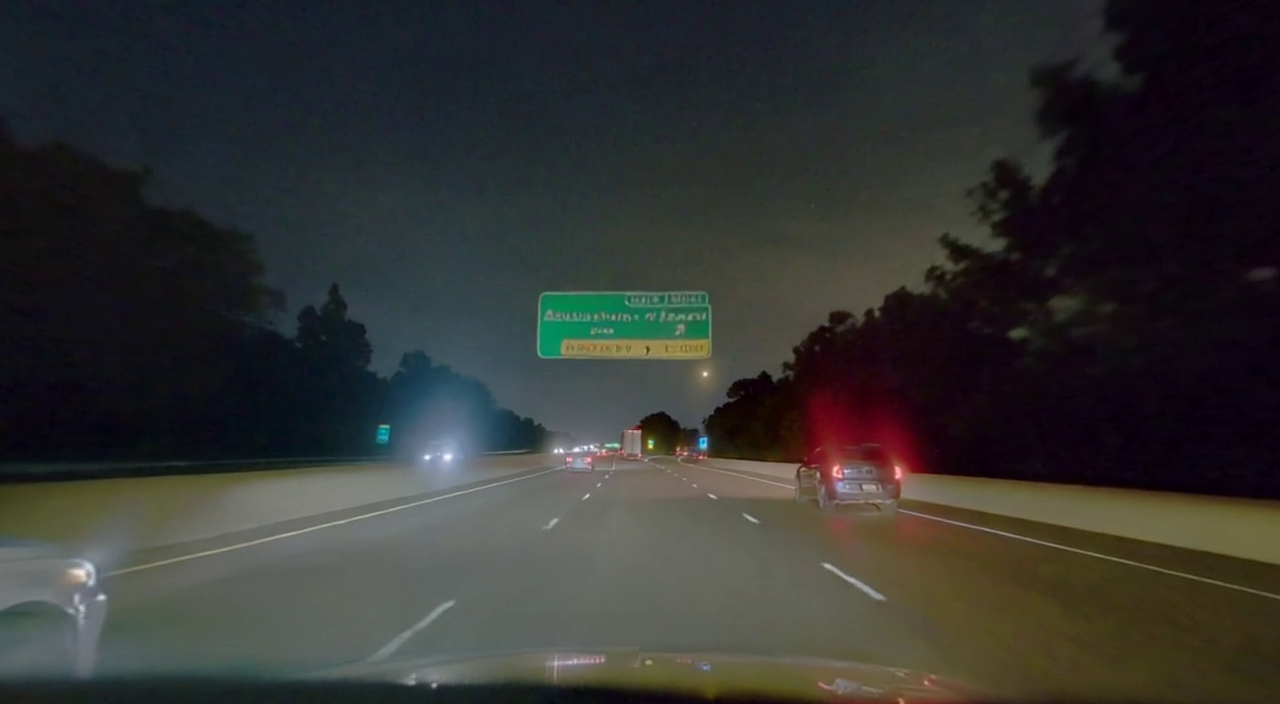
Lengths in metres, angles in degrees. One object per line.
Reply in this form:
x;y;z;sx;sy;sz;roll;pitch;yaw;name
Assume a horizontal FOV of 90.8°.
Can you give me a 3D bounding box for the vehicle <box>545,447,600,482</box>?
-3.226;5.477;31.067;2.184;1.574;5.004;0;-9;-1;vehicle
